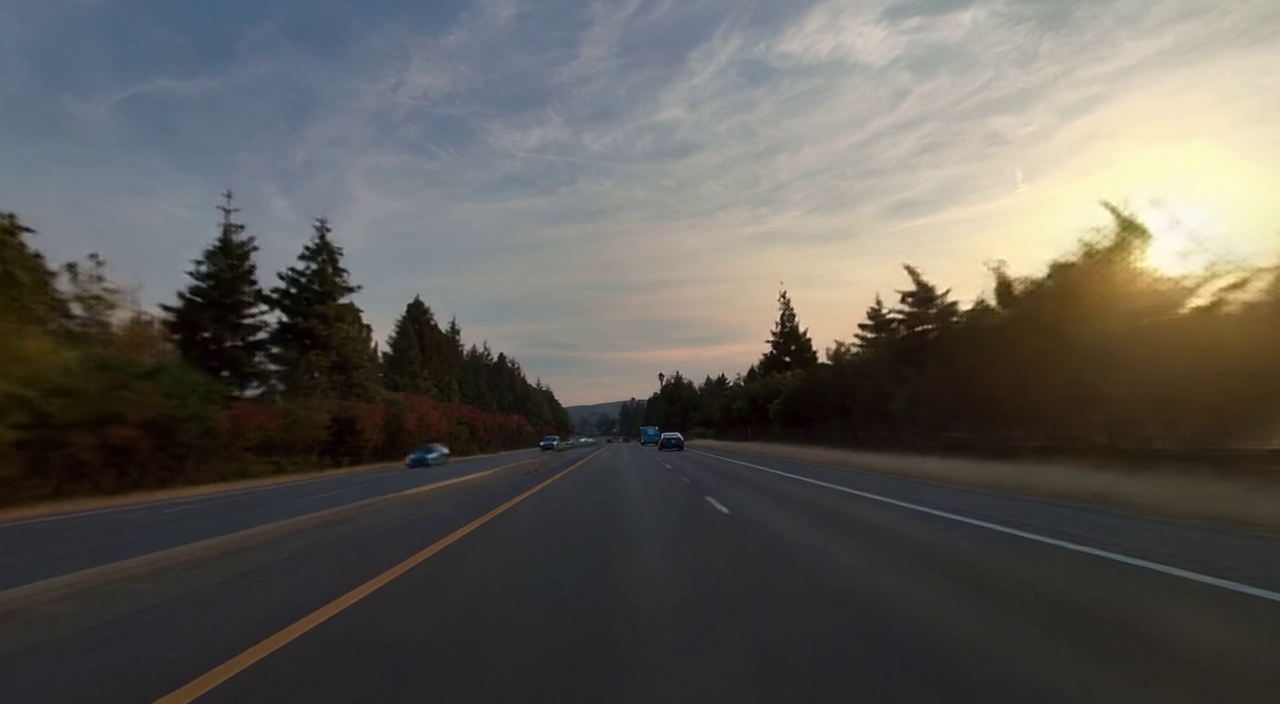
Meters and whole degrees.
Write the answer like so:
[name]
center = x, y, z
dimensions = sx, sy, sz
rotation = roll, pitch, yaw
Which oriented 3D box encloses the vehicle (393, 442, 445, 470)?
[vehicle]
center = -13.140, 6.207, 37.727
dimensions = 1.818, 1.495, 3.894
rotation = -2, -8, -1
